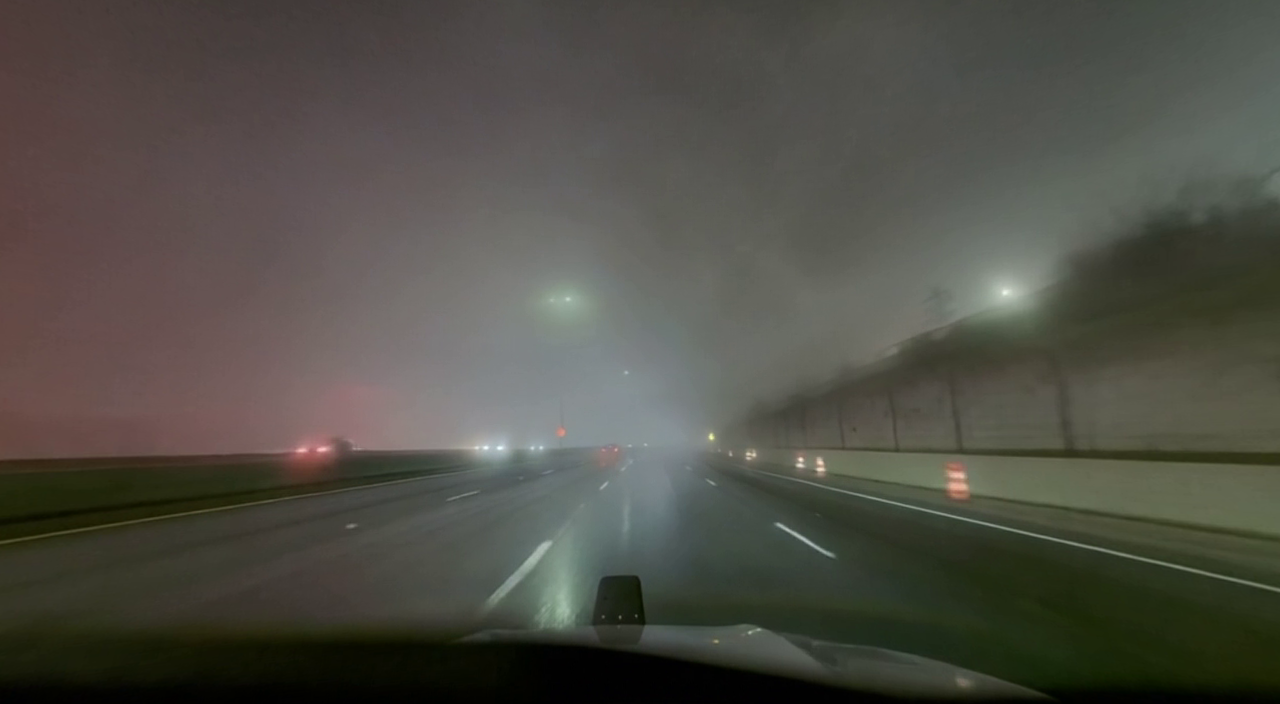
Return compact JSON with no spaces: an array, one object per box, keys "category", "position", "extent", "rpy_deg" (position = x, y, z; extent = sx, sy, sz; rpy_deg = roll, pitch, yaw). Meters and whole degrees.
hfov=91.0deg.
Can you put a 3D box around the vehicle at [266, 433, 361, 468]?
[{"category":"vehicle","position":[-18.734,5.725,36.561],"extent":[2.268,1.823,5.765],"rpy_deg":[0,-9,2]}]
